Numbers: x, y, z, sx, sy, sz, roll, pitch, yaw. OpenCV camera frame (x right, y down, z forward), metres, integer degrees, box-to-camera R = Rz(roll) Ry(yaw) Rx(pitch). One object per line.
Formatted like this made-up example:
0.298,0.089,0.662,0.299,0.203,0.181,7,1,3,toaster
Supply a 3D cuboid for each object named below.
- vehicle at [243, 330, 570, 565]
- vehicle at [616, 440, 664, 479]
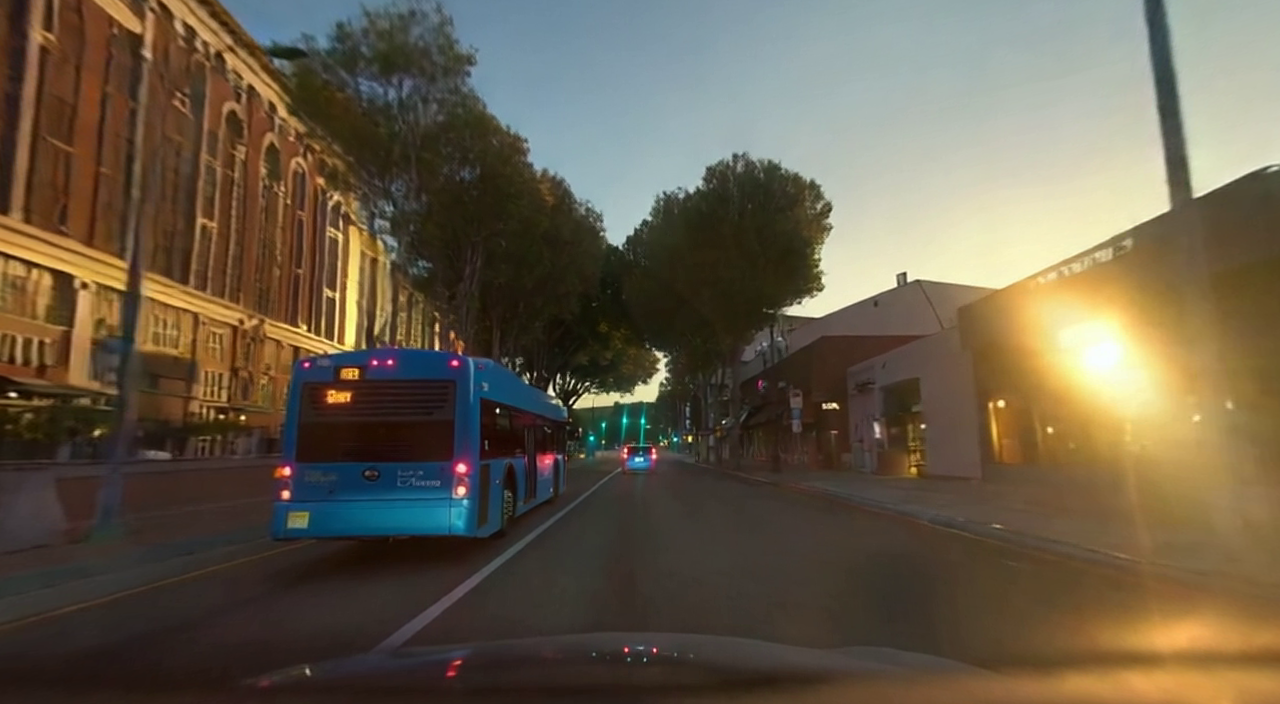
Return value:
-3.353,1.742,12.151,2.920,2.884,8.588,0,-8,1,vehicle
0.042,5.051,29.853,2.120,1.727,3.917,0,-9,1,vehicle
